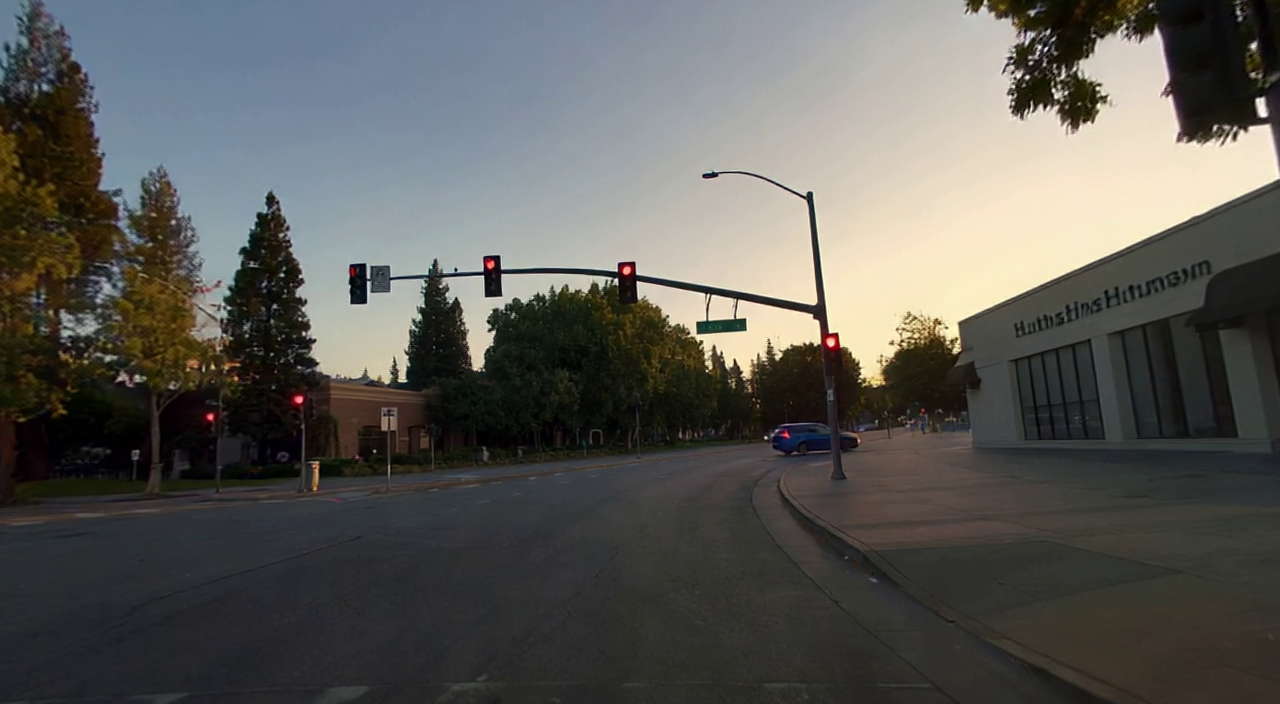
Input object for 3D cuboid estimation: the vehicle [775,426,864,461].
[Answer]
[{"bbox_3d":[10.266,5.182,35.816,5.519,1.842,2.100,7,-11,-41],"label":"vehicle"}]
